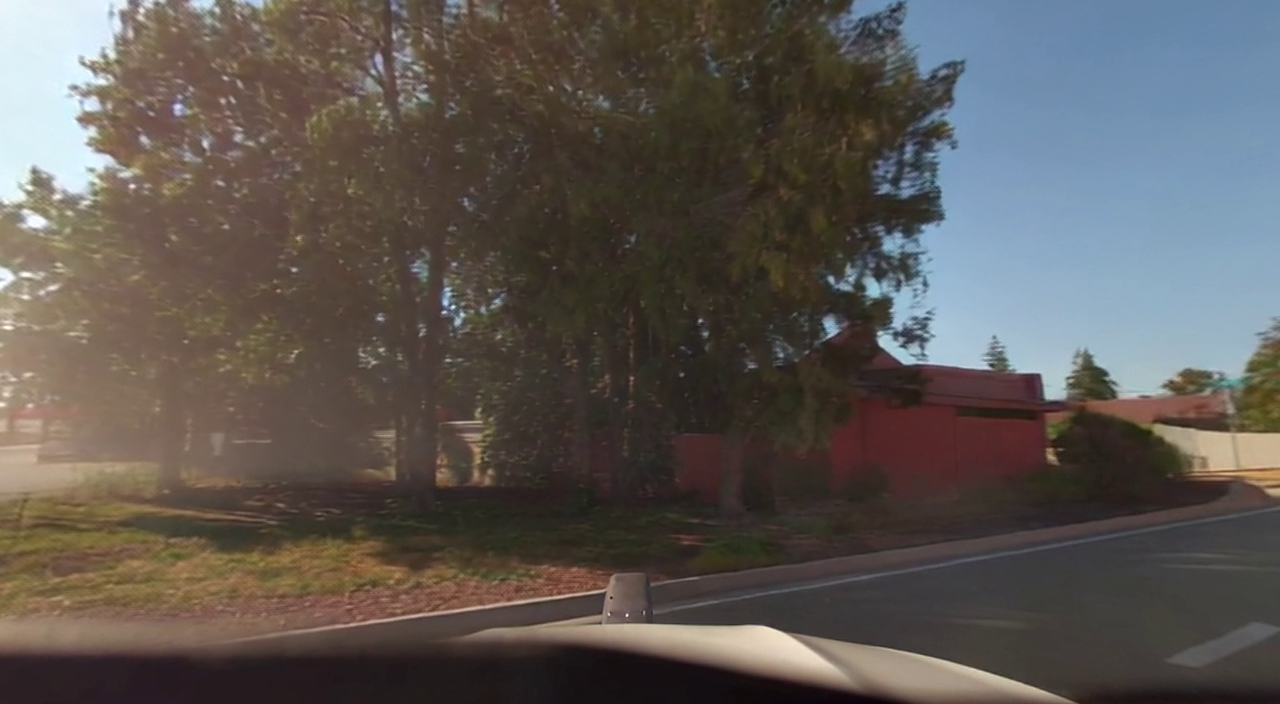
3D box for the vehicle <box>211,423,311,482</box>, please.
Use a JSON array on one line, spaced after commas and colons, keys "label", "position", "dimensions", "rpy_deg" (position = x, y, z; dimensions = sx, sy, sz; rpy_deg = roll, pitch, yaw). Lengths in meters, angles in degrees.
[{"label": "vehicle", "position": [-12.430, 3.217, 20.795], "dimensions": [2.449, 1.666, 5.035], "rpy_deg": [4, -8, -30]}]
